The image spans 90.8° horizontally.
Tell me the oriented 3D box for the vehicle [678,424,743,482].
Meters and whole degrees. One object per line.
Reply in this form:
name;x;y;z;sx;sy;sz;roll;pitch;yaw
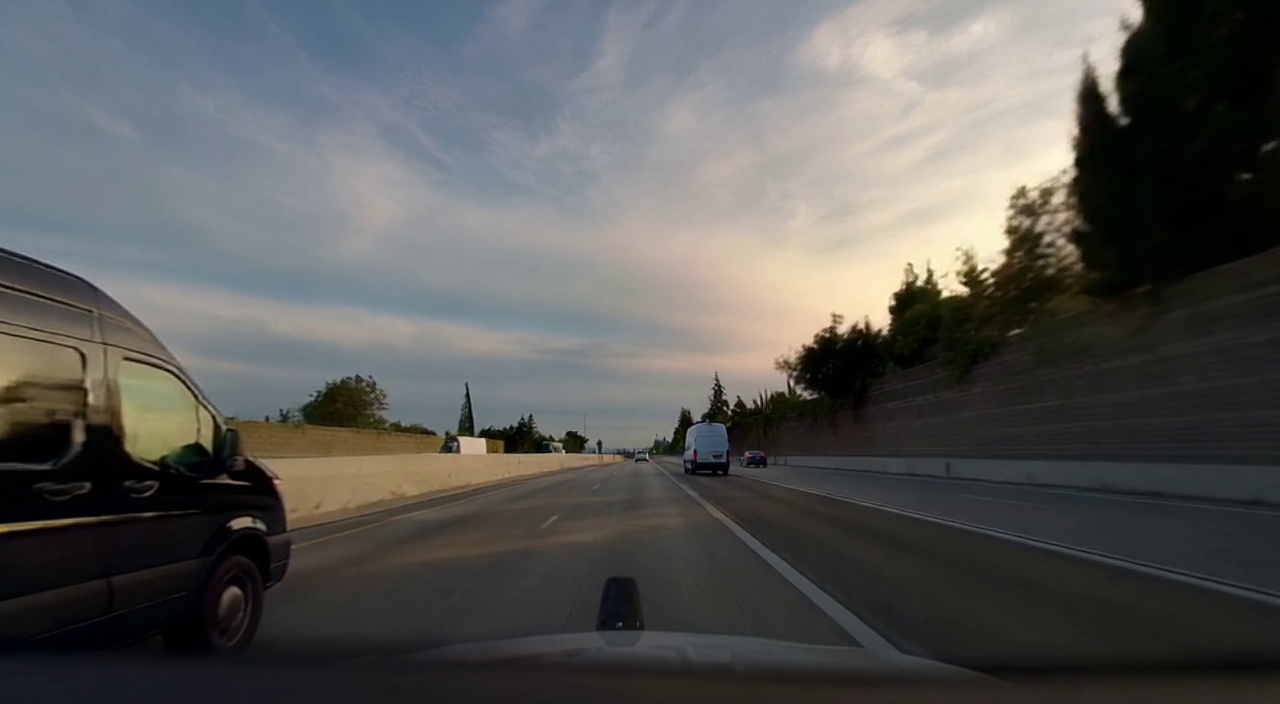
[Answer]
vehicle;3.313;4.962;31.031;2.373;2.561;5.922;0;-9;-1

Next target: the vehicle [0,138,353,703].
vehicle;-3.635;0.403;1.993;2.409;2.523;6.275;0;-9;1
